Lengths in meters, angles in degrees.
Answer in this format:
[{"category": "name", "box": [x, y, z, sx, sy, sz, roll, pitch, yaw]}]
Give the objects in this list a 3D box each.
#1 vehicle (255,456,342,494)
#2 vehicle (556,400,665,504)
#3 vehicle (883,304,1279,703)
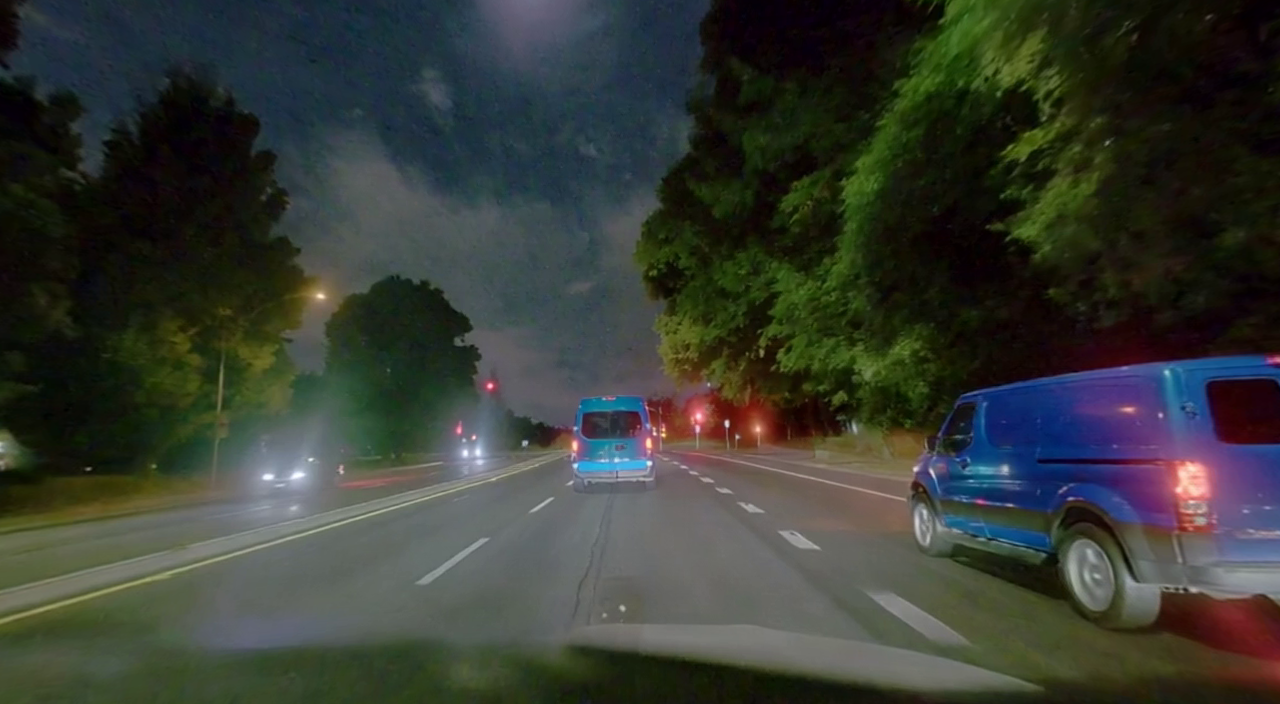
[{"category": "vehicle", "box": [-14.484, 5.192, 27.014, 1.702, 1.413, 3.774, 0, -8, -2]}, {"category": "vehicle", "box": [-0.585, 2.308, 14.730, 2.145, 2.046, 4.309, 0, -8, 0]}, {"category": "vehicle", "box": [3.683, 0.987, 4.895, 1.988, 1.873, 3.968, 0, -9, 0]}]
